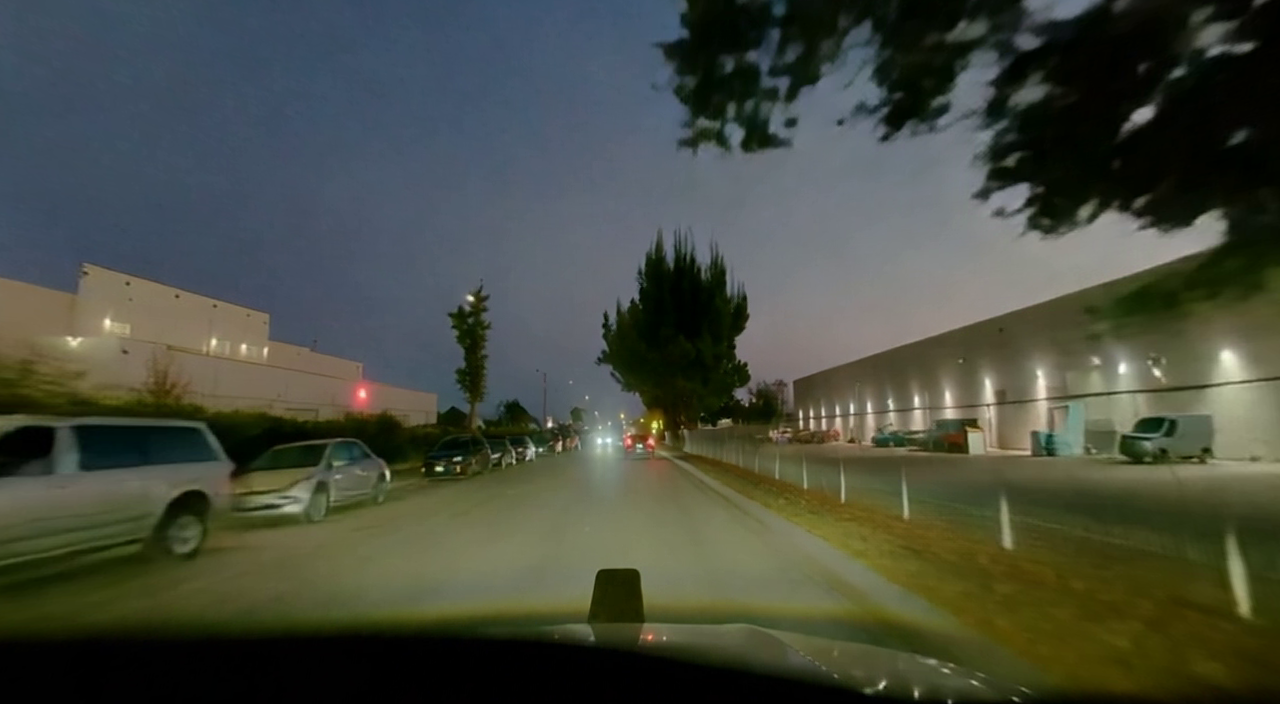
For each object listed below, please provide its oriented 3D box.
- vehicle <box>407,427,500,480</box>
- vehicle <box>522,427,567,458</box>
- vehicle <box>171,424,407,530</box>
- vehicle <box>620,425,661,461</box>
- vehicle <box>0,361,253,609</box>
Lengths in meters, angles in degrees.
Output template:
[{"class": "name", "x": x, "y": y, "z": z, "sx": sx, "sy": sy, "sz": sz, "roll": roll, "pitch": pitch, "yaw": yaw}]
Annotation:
[{"class": "vehicle", "x": -6.413, "y": 3.514, "z": 22.242, "sx": 1.926, "sy": 1.647, "sz": 4.185, "roll": 0, "pitch": -7, "yaw": 1}, {"class": "vehicle", "x": -6.401, "y": 6.142, "z": 42.736, "sx": 2.139, "sy": 1.943, "sz": 5.295, "roll": -1, "pitch": -9, "yaw": 1}, {"class": "vehicle", "x": -6.186, "y": 2.197, "z": 11.839, "sx": 2.013, "sy": 1.609, "sz": 4.152, "roll": 0, "pitch": -7, "yaw": 0}, {"class": "vehicle", "x": 0.015, "y": 5.053, "z": 35.274, "sx": 2.152, "sy": 1.874, "sz": 4.042, "roll": 0, "pitch": -7, "yaw": 0}, {"class": "vehicle", "x": -6.204, "y": 1.242, "z": 5.950, "sx": 2.005, "sy": 1.989, "sz": 4.929, "roll": -3, "pitch": -9, "yaw": 0}]
